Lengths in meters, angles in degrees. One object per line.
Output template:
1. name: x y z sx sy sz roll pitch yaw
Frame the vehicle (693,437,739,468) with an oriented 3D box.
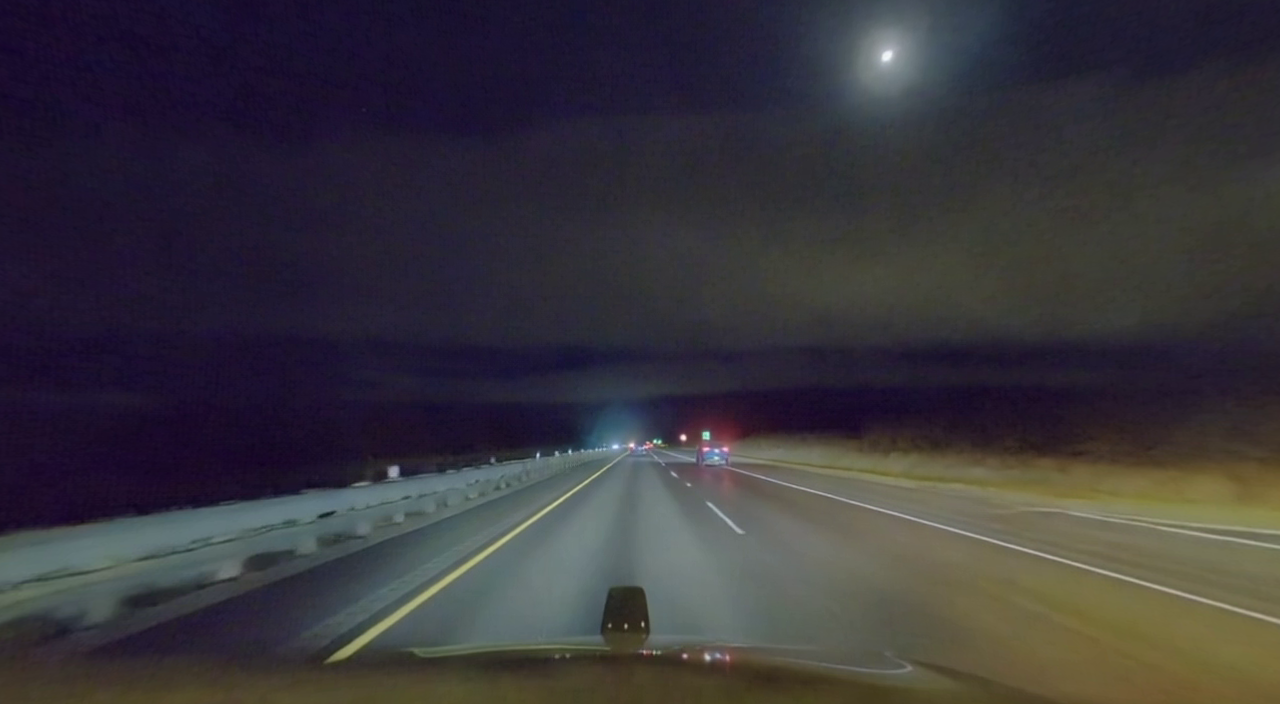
1. vehicle: 4.108 5.499 34.621 2.037 1.609 4.036 0 -8 0

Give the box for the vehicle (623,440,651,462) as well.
1. vehicle: -0.206 7.346 46.766 2.009 1.554 4.013 0 -8 1
